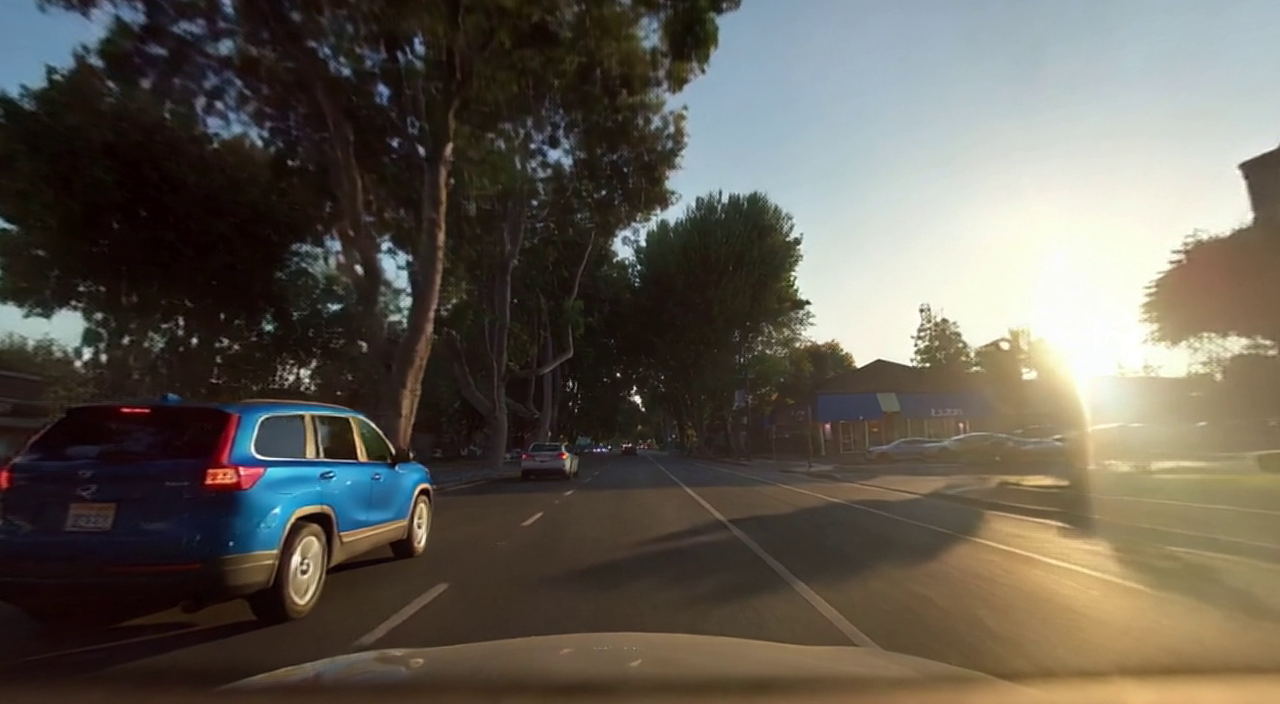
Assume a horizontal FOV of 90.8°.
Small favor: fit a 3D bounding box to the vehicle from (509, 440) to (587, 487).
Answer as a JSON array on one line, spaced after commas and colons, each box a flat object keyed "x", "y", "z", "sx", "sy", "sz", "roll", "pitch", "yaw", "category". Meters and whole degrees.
[{"x": -3.132, "y": 3.896, "z": 22.497, "sx": 2.069, "sy": 1.470, "sz": 4.601, "roll": 0, "pitch": -8, "yaw": 1, "category": "vehicle"}]

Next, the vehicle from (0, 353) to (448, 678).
[{"x": -3.459, "y": 1.232, "z": 5.797, "sx": 2.042, "sy": 1.817, "sz": 4.364, "roll": 0, "pitch": -8, "yaw": -1, "category": "vehicle"}]
